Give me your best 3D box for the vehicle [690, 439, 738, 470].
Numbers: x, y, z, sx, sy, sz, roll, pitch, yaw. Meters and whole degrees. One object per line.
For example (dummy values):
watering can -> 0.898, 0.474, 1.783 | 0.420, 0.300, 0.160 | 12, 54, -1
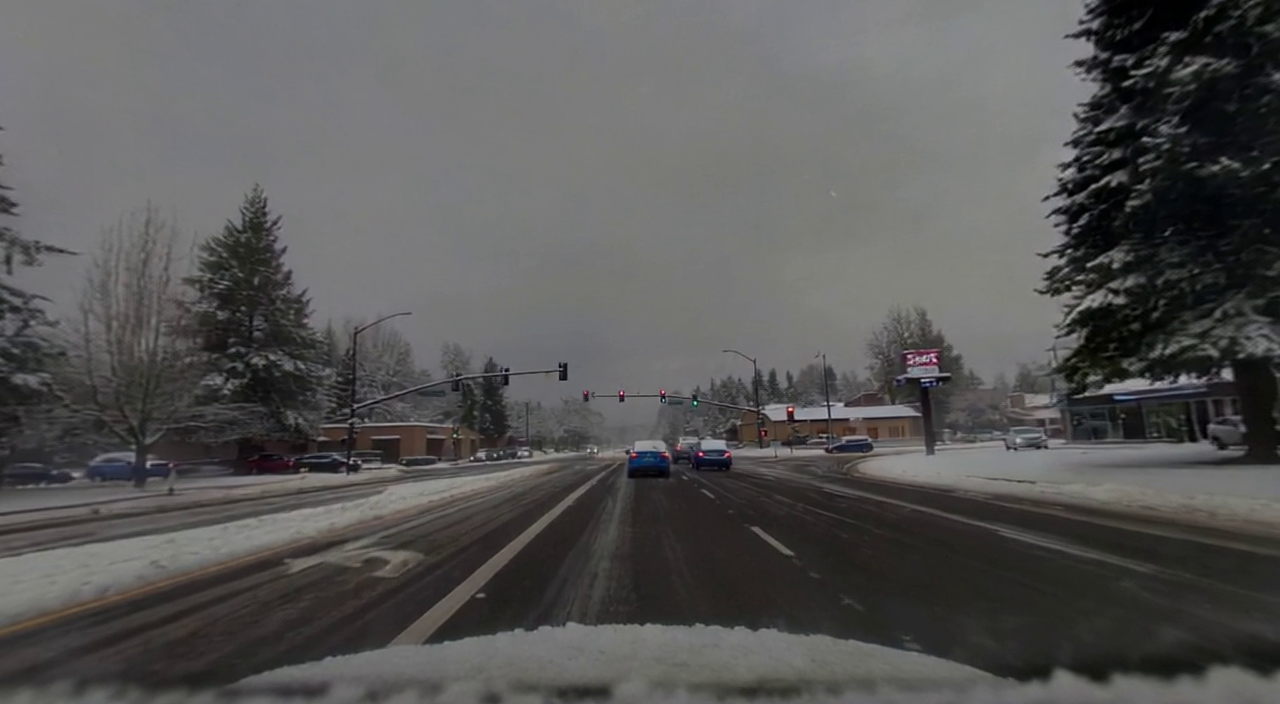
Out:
vehicle -> 3.762, 5.307, 32.865 | 1.889, 1.473, 4.643 | 0, -8, -1

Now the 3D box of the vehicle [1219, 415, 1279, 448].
vehicle -> 29.450, 3.776, 29.895 | 1.951, 1.443, 4.614 | -5, -10, 30

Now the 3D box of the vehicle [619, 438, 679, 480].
vehicle -> 0.317, 4.124, 24.633 | 2.135, 1.468, 4.076 | 0, -8, 0

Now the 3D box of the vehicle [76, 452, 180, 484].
vehicle -> -31.141, 7.037, 38.528 | 4.471, 1.829, 2.071 | 0, -8, -2

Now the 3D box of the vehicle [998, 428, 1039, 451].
vehicle -> 26.146, 6.052, 43.538 | 2.222, 1.538, 4.817 | -6, -10, 32

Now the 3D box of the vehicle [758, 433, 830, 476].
vehicle -> 6.654, 4.462, 27.783 | 2.009, 1.700, 4.275 | 0, -8, -1
